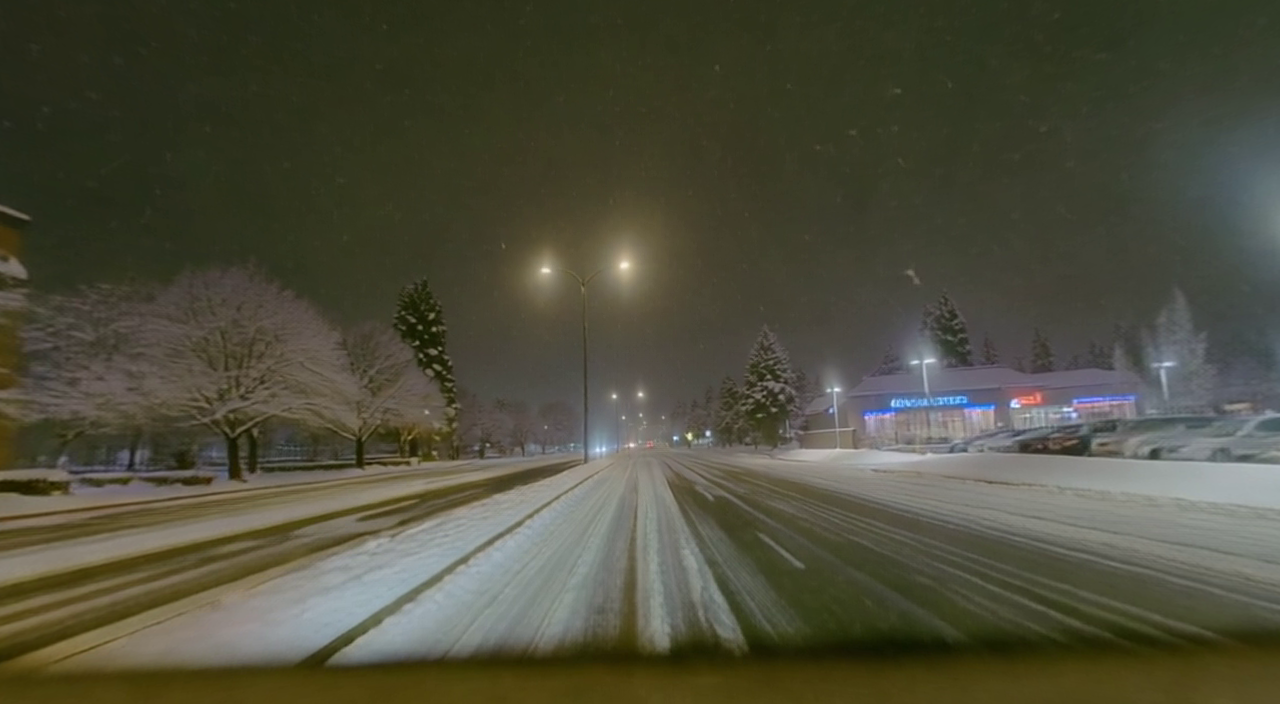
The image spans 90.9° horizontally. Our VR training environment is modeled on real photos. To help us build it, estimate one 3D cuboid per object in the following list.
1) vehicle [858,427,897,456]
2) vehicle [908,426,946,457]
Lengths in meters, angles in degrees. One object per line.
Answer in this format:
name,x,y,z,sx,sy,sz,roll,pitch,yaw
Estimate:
vehicle,18.042,6.775,47.618,2.425,2.043,5.455,-4,-9,23
vehicle,21.943,6.808,48.313,2.240,2.095,5.149,-6,-7,22
